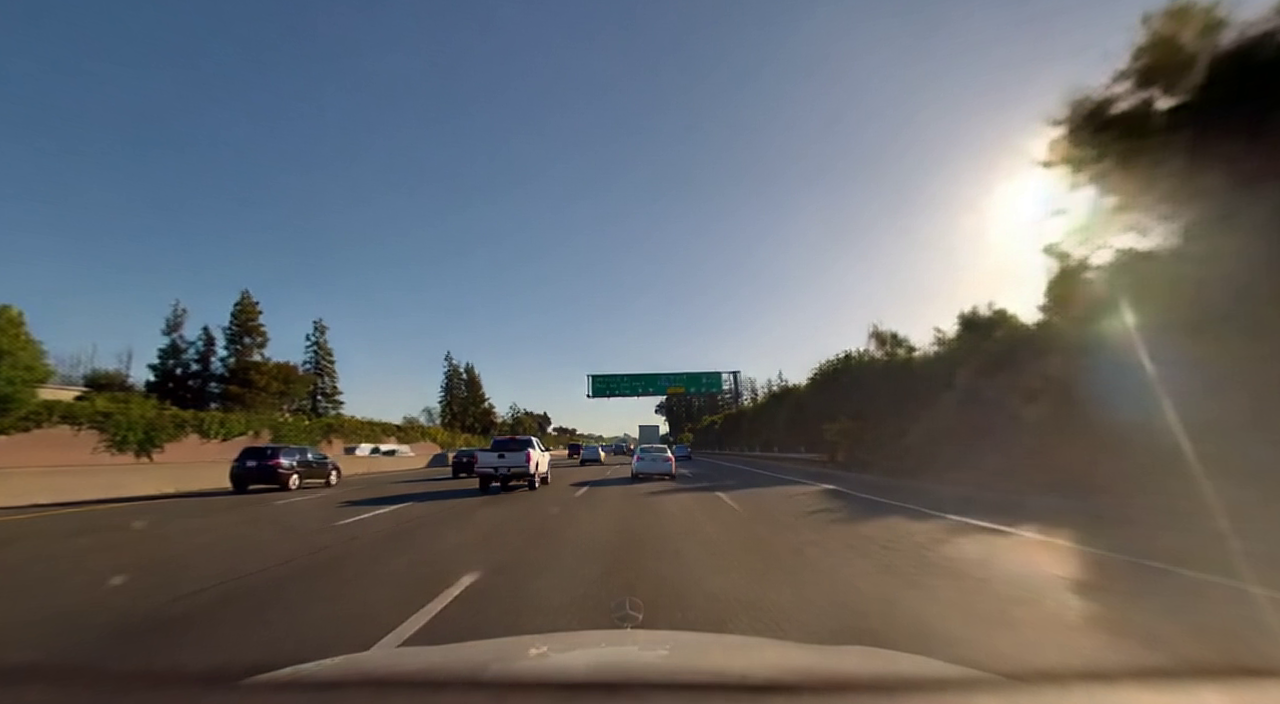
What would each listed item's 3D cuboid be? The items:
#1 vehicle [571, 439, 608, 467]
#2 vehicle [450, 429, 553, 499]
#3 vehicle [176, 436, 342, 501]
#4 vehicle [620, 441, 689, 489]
[{"bbox_3d":[-3.146,6.414,40.139,1.897,1.646,4.049,0,-8,1],"label":"vehicle"},{"bbox_3d":[-3.746,3.098,17.854,1.903,1.721,4.210,0,-8,1],"label":"vehicle"},{"bbox_3d":[-10.588,3.245,18.000,1.941,1.602,4.277,0,-8,2],"label":"vehicle"},{"bbox_3d":[0.441,3.717,21.088,2.054,1.421,4.090,0,-8,0],"label":"vehicle"}]
